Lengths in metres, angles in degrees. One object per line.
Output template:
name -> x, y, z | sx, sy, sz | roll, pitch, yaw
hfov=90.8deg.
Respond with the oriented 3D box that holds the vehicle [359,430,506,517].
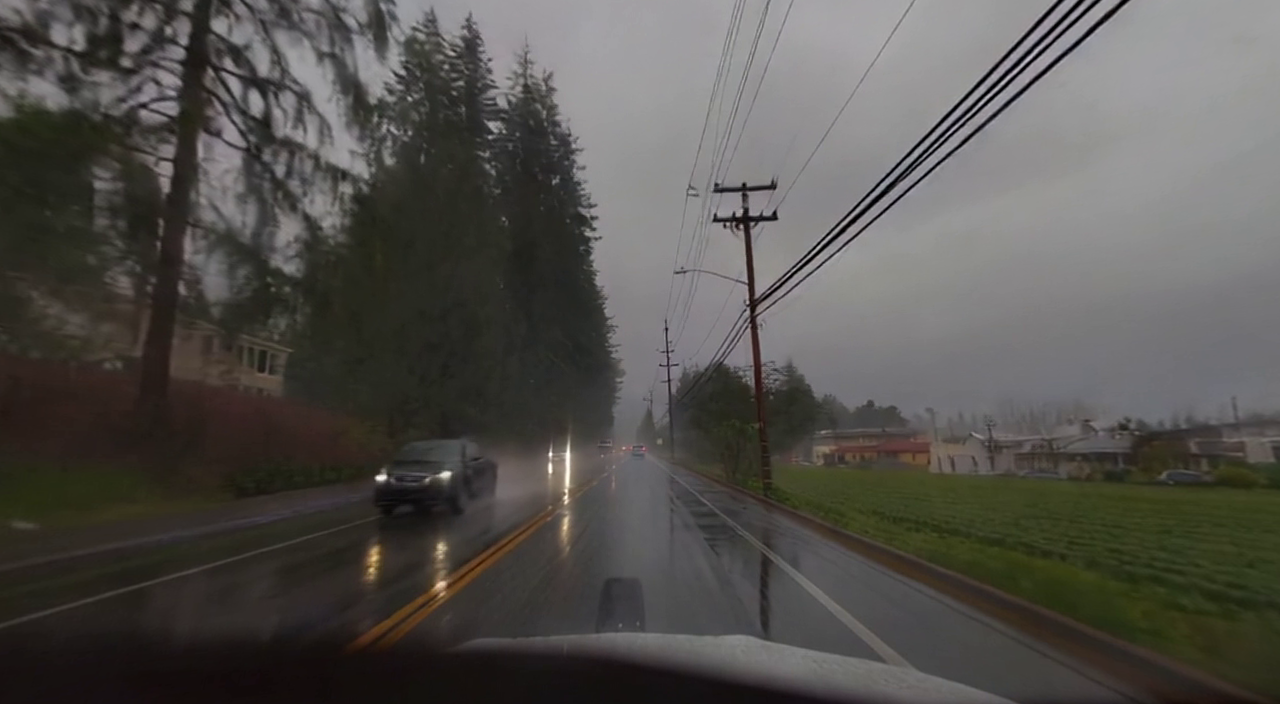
vehicle -> -4.621, 2.756, 14.880 | 2.114, 1.712, 4.340 | 0, -8, -2
